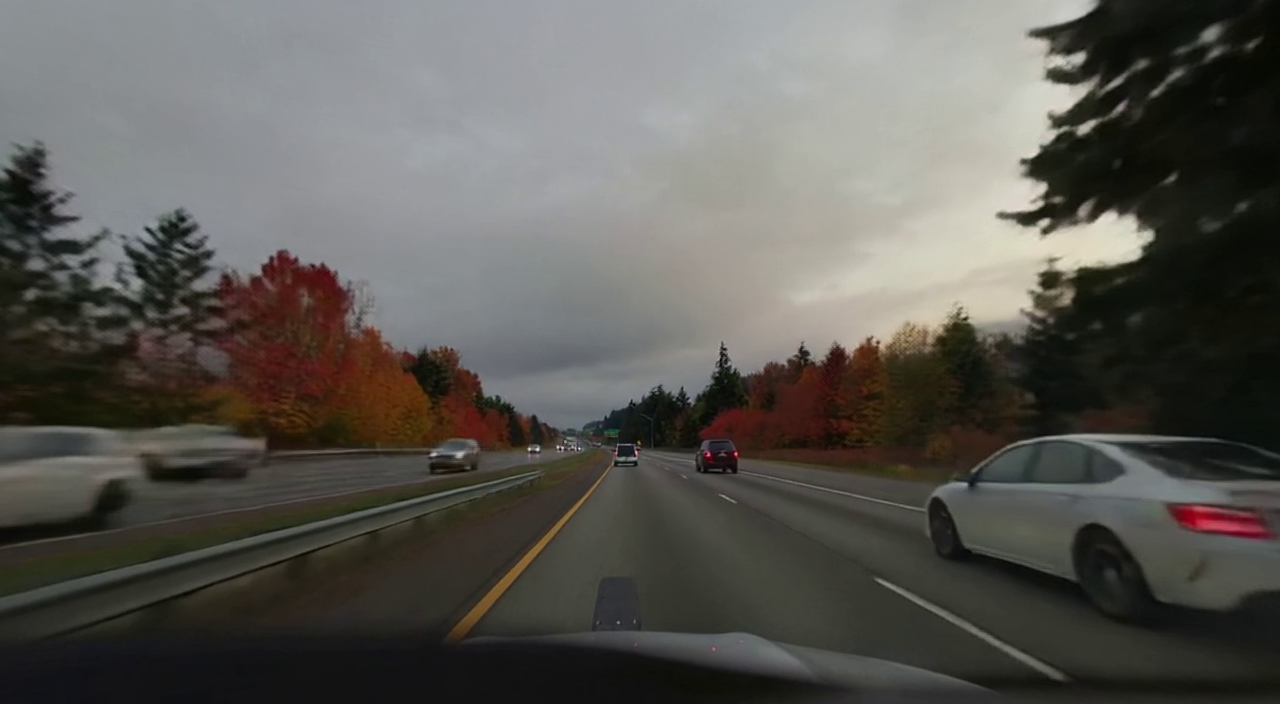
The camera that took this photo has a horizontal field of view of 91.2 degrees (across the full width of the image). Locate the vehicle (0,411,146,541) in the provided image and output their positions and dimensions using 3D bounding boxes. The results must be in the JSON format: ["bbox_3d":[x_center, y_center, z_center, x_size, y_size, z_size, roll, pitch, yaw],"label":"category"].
[{"bbox_3d":[-8.314,1.463,7.366,1.840,1.487,3.872,0,-9,0],"label":"vehicle"}]

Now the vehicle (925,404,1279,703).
[{"bbox_3d":[4.116,1.281,4.808,1.968,1.513,3.911,0,-9,0],"label":"vehicle"}]

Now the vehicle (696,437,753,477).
[{"bbox_3d":[3.881,4.913,29.528,1.982,1.745,4.151,0,-9,-1],"label":"vehicle"}]

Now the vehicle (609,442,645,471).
[{"bbox_3d":[-0.810,6.675,40.150,2.151,1.693,4.201,0,-9,-1],"label":"vehicle"}]

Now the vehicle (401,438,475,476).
[{"bbox_3d":[-8.686,4.565,27.325,1.938,1.501,3.908,-1,-9,0],"label":"vehicle"}]
